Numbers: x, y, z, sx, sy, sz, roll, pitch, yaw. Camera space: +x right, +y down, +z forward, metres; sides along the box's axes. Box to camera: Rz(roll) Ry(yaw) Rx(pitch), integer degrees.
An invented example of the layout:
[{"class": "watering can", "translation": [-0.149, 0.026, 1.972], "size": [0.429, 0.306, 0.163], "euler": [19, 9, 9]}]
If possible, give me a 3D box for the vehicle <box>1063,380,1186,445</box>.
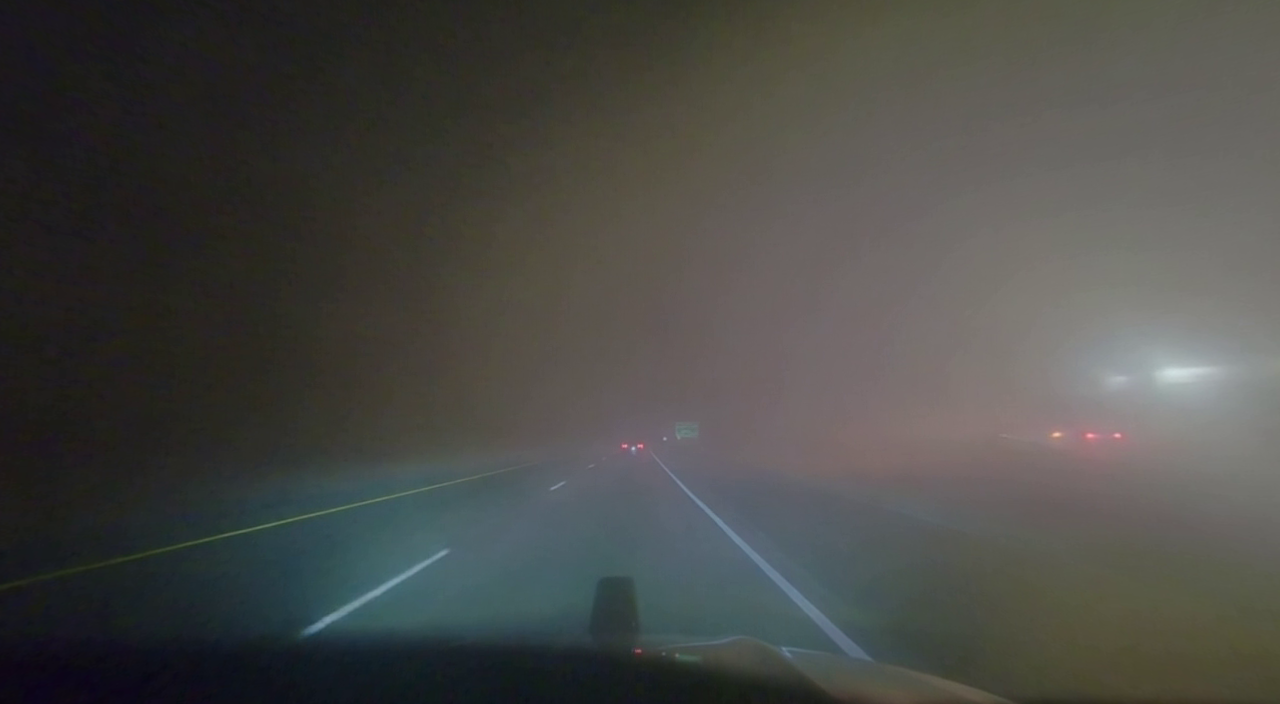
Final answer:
[{"class": "vehicle", "translation": [30.944, 4.238, 41.109], "size": [2.816, 3.490, 14.735], "euler": [-4, -9, 24]}]
